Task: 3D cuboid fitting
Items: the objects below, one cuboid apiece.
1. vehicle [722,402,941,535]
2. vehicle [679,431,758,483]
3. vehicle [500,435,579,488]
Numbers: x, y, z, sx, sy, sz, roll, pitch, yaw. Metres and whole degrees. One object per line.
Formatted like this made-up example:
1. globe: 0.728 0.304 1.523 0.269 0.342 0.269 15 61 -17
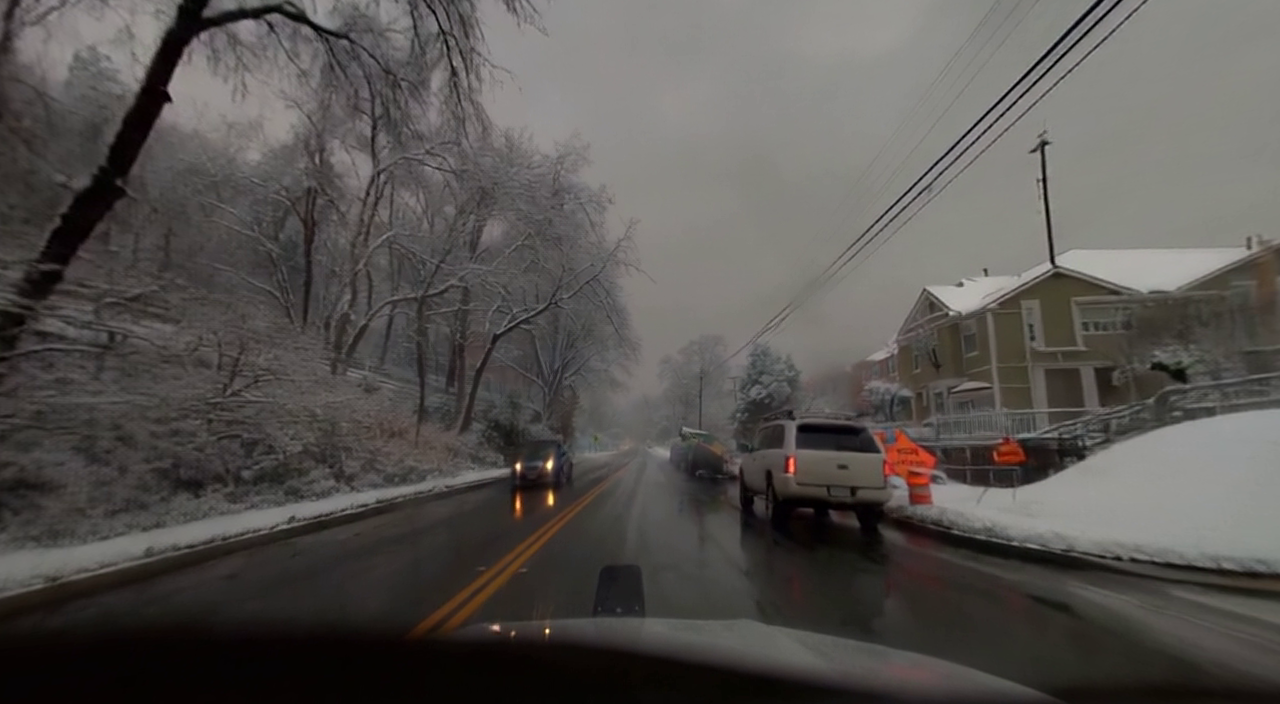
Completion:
1. vehicle: 3.453 2.321 13.237 2.759 2.114 6.152 0 -9 1
2. vehicle: 3.310 4.666 28.451 2.617 2.020 6.531 0 -9 -1
3. vehicle: -3.537 3.949 23.097 2.078 1.716 4.367 0 -8 1
